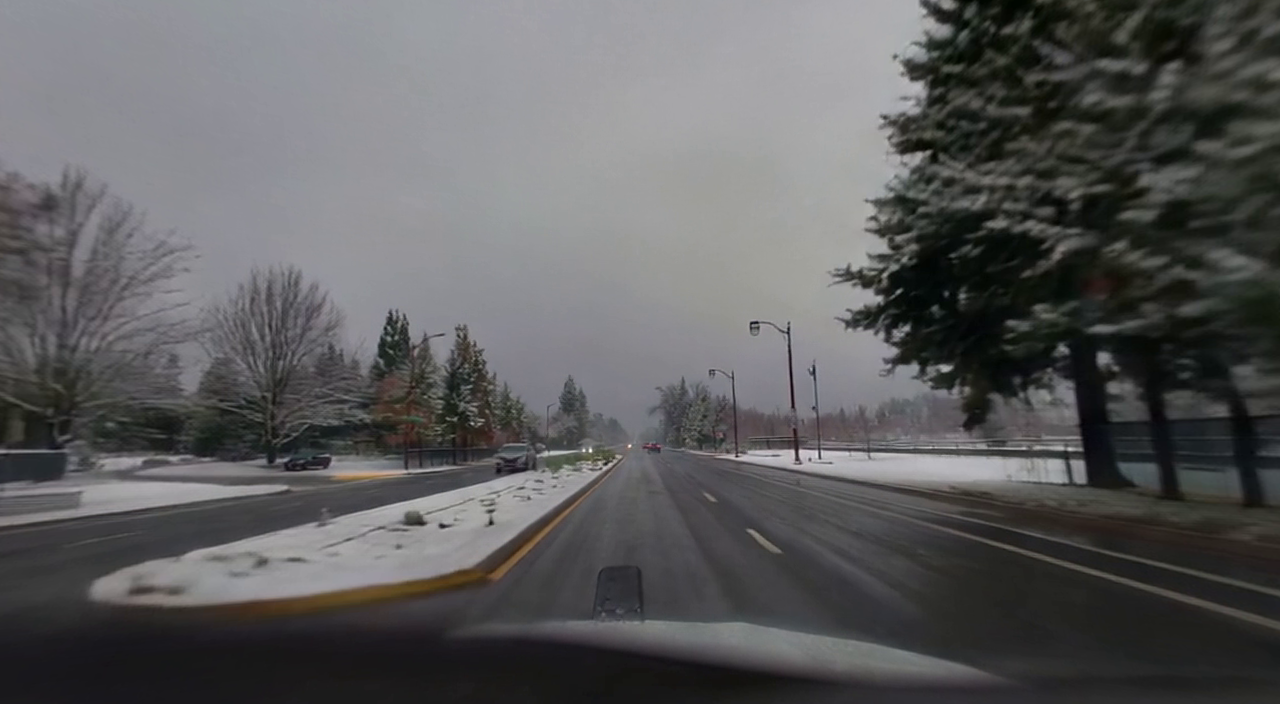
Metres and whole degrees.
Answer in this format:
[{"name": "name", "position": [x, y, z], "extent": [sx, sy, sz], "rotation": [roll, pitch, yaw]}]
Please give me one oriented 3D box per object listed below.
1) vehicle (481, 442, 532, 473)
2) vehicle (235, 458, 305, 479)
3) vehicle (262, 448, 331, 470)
[{"name": "vehicle", "position": [-7.704, 6.146, 36.940], "extent": [1.979, 1.684, 4.289], "rotation": [-1, -8, 1]}, {"name": "vehicle", "position": [-26.900, 8.478, 45.943], "extent": [3.977, 1.453, 1.768], "rotation": [0, -9, 3]}, {"name": "vehicle", "position": [-26.470, 8.238, 48.757], "extent": [4.140, 1.635, 2.059], "rotation": [0, -8, -1]}]
